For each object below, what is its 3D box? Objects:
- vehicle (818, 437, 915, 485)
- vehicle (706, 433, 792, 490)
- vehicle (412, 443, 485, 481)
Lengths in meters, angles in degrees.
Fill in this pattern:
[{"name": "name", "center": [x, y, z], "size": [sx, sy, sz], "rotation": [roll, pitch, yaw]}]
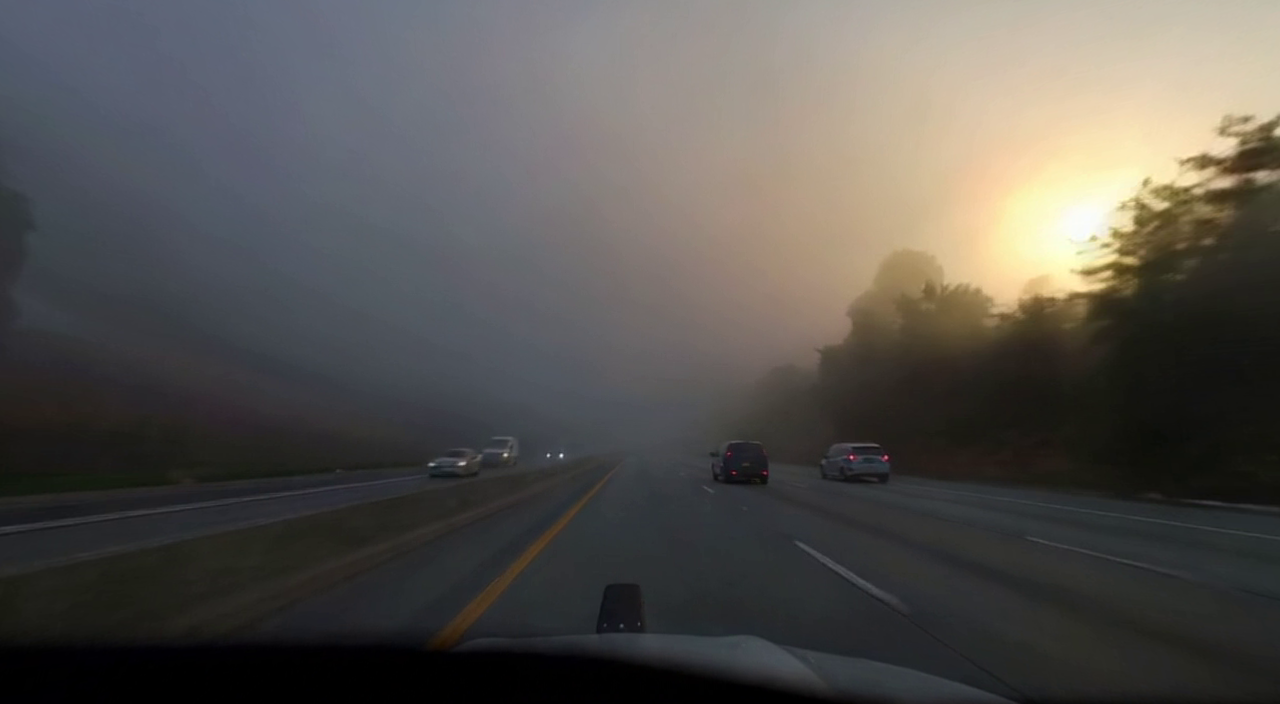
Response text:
[{"name": "vehicle", "center": [8.619, 4.188, 24.508], "size": [2.018, 1.636, 4.510], "rotation": [0, -9, -1]}, {"name": "vehicle", "center": [3.637, 3.759, 21.959], "size": [2.070, 1.751, 4.576], "rotation": [0, -9, -1]}, {"name": "vehicle", "center": [-8.236, 4.752, 27.536], "size": [1.900, 1.483, 4.190], "rotation": [0, -9, 0]}]
